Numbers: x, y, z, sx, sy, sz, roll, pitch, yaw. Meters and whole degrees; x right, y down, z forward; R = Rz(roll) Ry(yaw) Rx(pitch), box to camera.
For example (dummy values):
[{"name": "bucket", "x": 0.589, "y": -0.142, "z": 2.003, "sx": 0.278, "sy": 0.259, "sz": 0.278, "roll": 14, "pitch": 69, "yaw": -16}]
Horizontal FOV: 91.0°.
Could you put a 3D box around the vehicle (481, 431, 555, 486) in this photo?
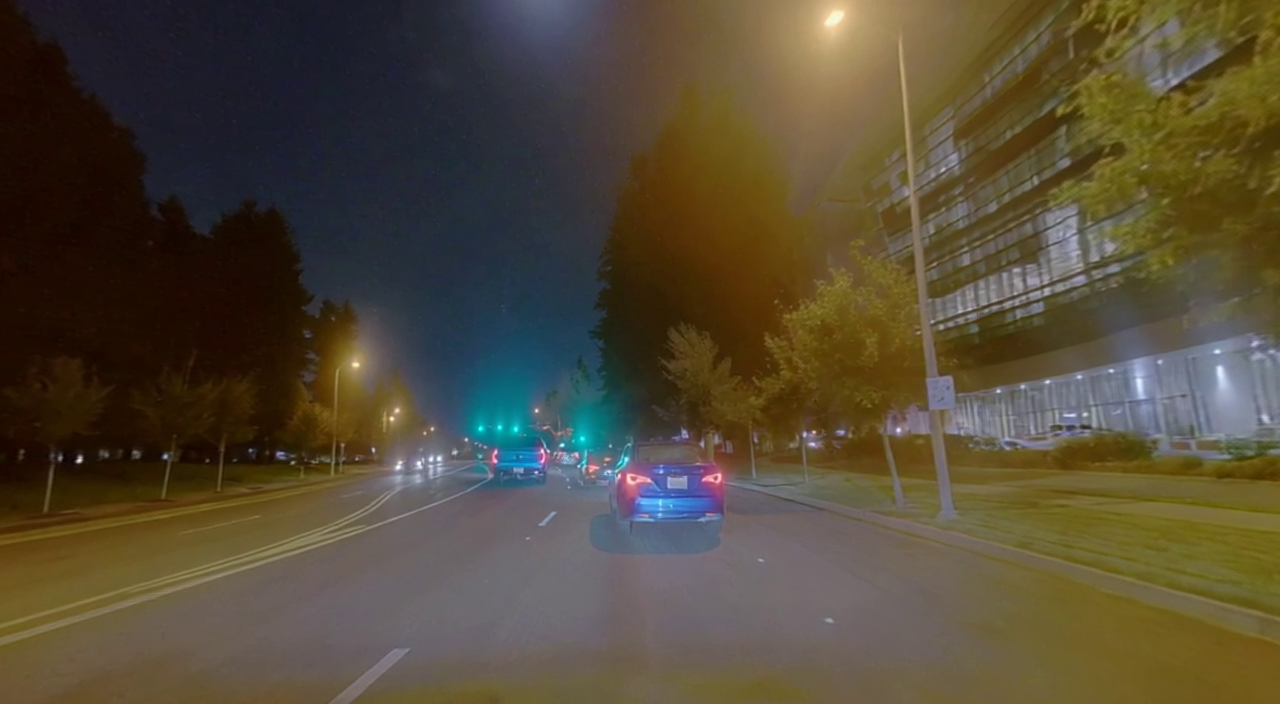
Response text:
[{"name": "vehicle", "x": -4.864, "y": 4.350, "z": 26.054, "sx": 2.512, "sy": 1.992, "sz": 5.725, "roll": 1, "pitch": -9, "yaw": -6}]

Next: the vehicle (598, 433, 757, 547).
[{"name": "vehicle", "x": 0.381, "y": 2.196, "z": 10.706, "sx": 2.142, "sy": 1.528, "sz": 4.133, "roll": 1, "pitch": -9, "yaw": -4}]
